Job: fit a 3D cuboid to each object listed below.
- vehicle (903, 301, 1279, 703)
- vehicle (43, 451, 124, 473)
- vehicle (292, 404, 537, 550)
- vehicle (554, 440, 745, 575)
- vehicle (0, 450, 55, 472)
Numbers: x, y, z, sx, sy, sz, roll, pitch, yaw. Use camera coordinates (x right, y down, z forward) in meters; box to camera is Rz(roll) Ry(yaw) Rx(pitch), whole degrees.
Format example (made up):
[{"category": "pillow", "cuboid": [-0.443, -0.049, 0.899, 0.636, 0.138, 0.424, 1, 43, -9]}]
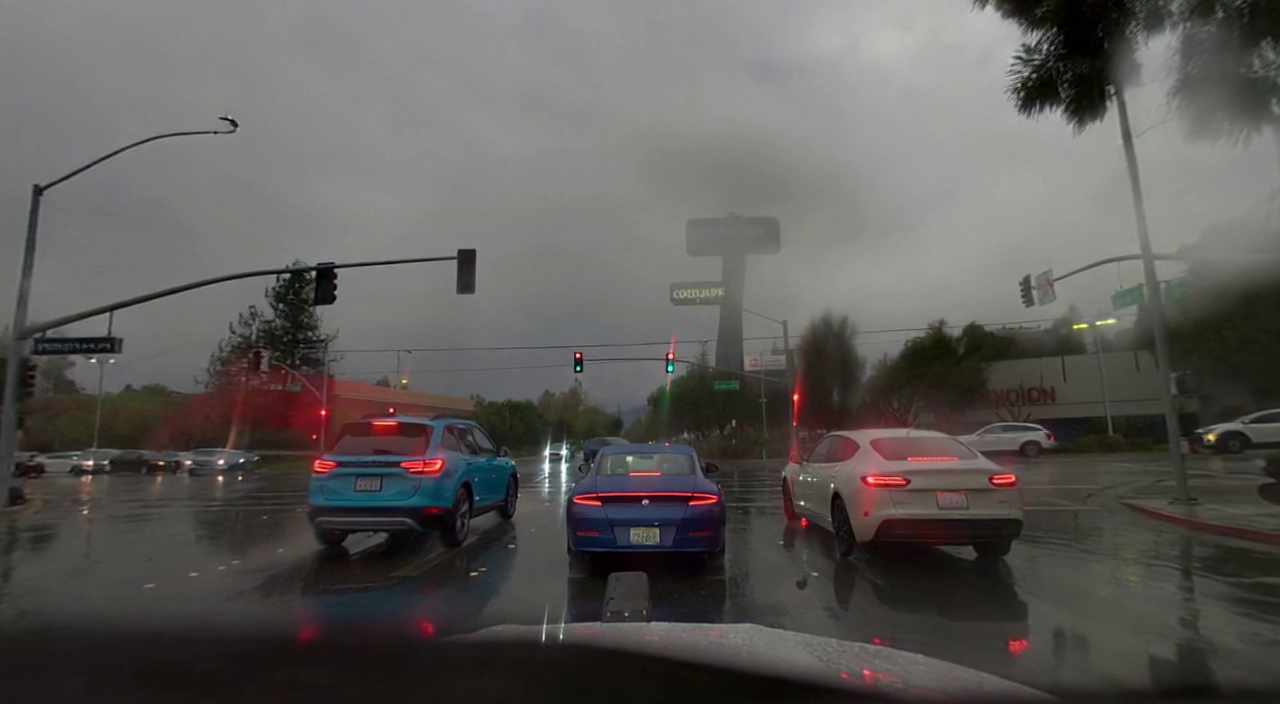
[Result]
[{"category": "vehicle", "cuboid": [3.100, 0.804, 2.523, 2.143, 1.759, 4.531, 0, -8, 1]}, {"category": "vehicle", "cuboid": [-41.296, 8.157, 46.788, 4.195, 1.533, 1.752, 0, -8, -3]}, {"category": "vehicle", "cuboid": [-3.166, 1.890, 10.198, 2.061, 1.781, 4.842, 0, -8, 1]}, {"category": "vehicle", "cuboid": [0.114, 1.870, 8.380, 1.945, 1.343, 3.827, 0, -8, 1]}, {"category": "vehicle", "cuboid": [-46.156, 7.962, 46.166, 4.545, 1.558, 1.833, 0, -8, -4]}]
